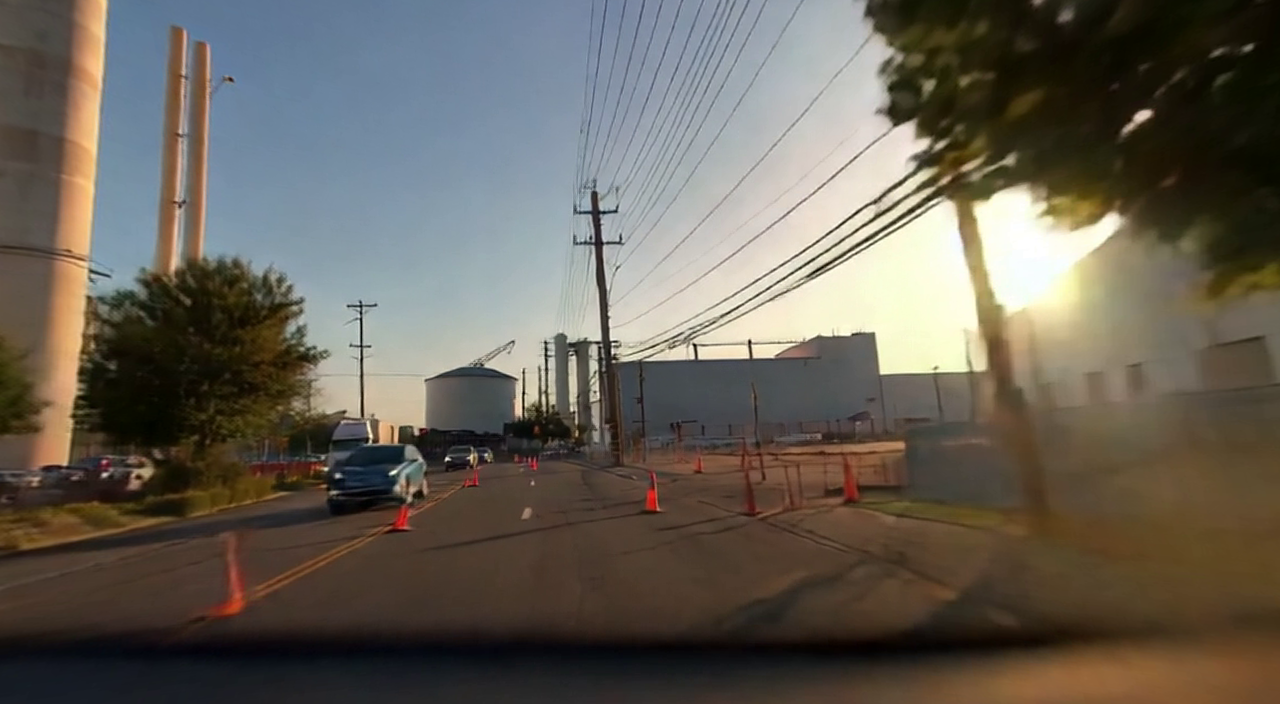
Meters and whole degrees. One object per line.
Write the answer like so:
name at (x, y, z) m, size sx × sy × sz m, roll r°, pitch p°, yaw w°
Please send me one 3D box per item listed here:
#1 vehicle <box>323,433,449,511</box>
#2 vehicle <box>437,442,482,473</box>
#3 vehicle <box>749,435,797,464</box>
vehicle at (-6.594, 3.122, 17.024) m, size 2.079 × 1.770 × 4.684 m, roll 1°, pitch -9°, yaw -9°
vehicle at (-11.215, 6.570, 39.604) m, size 2.282 × 1.809 × 5.297 m, roll 2°, pitch -9°, yaw -12°
vehicle at (7.274, 5.396, 34.939) m, size 1.829 × 1.487 × 4.352 m, roll 0°, pitch -8°, yaw 2°
